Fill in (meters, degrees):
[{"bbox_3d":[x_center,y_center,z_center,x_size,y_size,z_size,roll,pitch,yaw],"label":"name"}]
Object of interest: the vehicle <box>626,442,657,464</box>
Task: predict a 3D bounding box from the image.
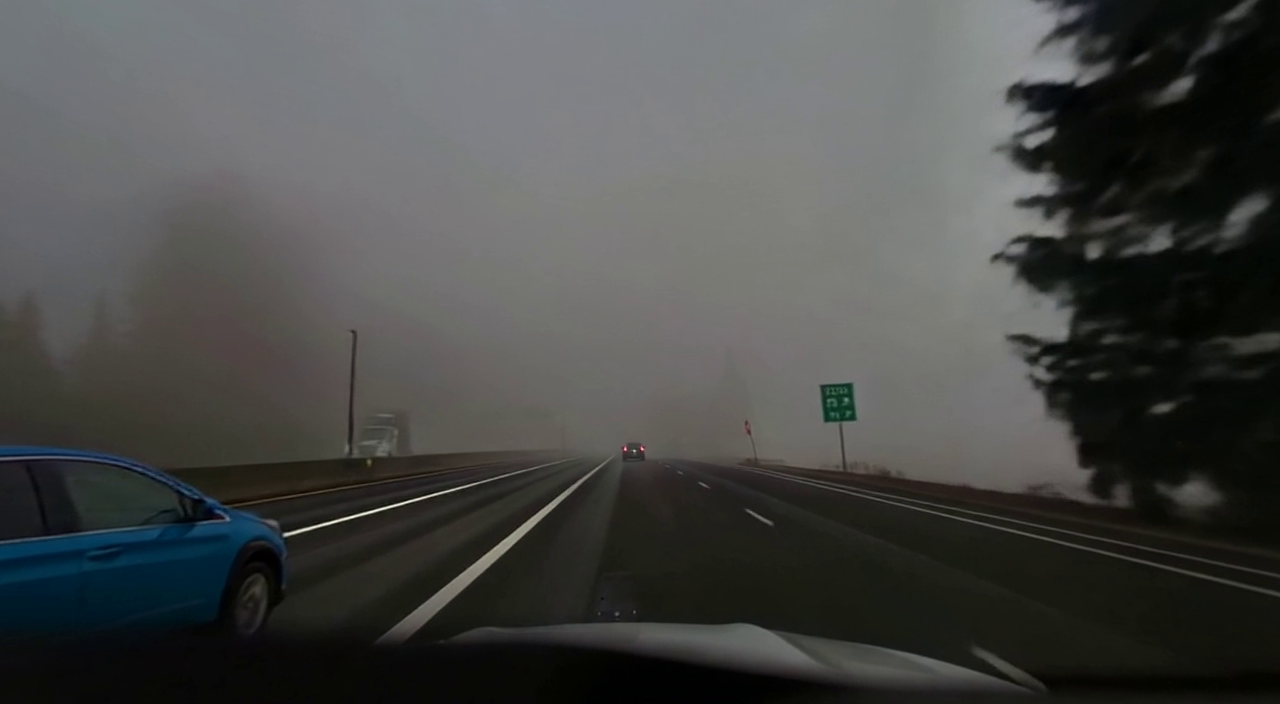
[{"bbox_3d":[0.098,6.942,43.353,2.028,1.440,3.690,0,-8,-1],"label":"vehicle"}]
